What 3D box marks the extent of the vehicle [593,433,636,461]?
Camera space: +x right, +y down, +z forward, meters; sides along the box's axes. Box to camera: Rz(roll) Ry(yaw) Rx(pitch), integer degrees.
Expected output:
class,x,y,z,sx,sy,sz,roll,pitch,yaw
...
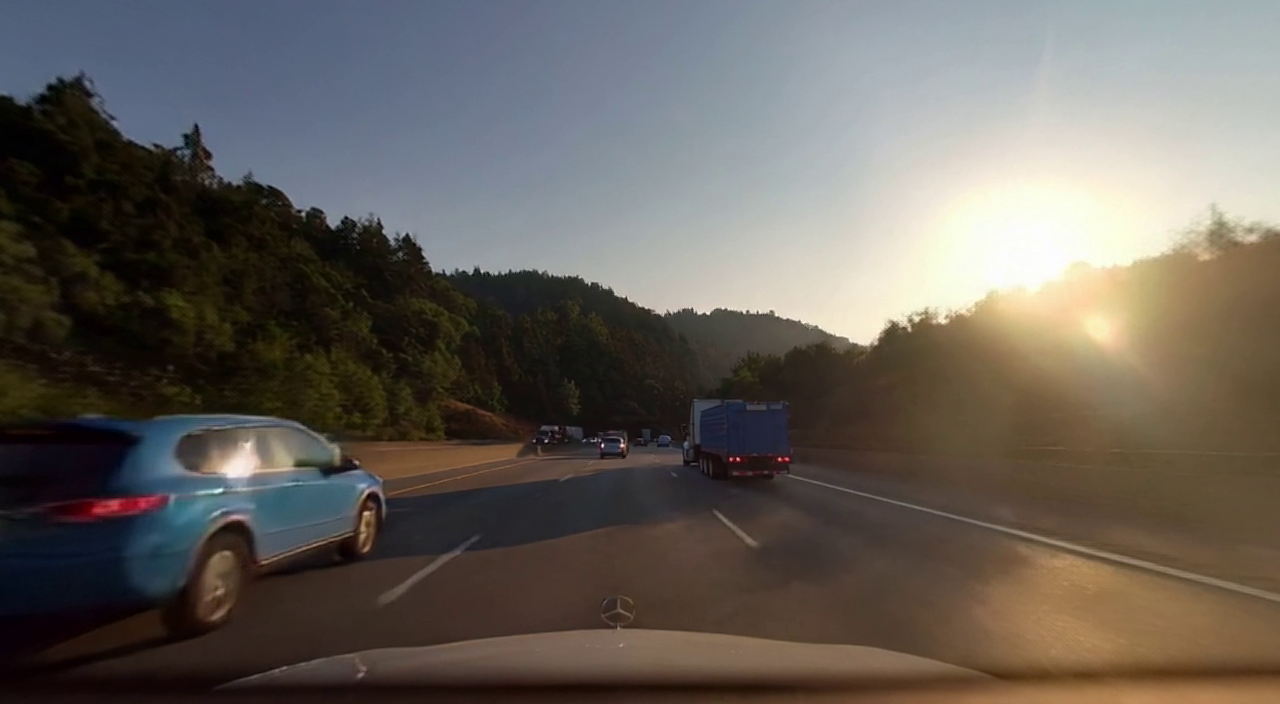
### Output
class,x,y,z,sx,sy,sz,roll,pitch,yaw
vehicle,-1.388,5.427,36.274,2.195,1.529,4.572,0,-8,2

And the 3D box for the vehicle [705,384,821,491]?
class,x,y,z,sx,sy,sz,roll,pitch,yaw
vehicle,3.160,2.324,17.203,2.256,2.568,4.049,0,-8,-1

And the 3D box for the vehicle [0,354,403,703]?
class,x,y,z,sx,sy,sz,roll,pitch,yaw
vehicle,-3.279,1.057,4.026,2.008,1.588,4.147,0,-8,-2
